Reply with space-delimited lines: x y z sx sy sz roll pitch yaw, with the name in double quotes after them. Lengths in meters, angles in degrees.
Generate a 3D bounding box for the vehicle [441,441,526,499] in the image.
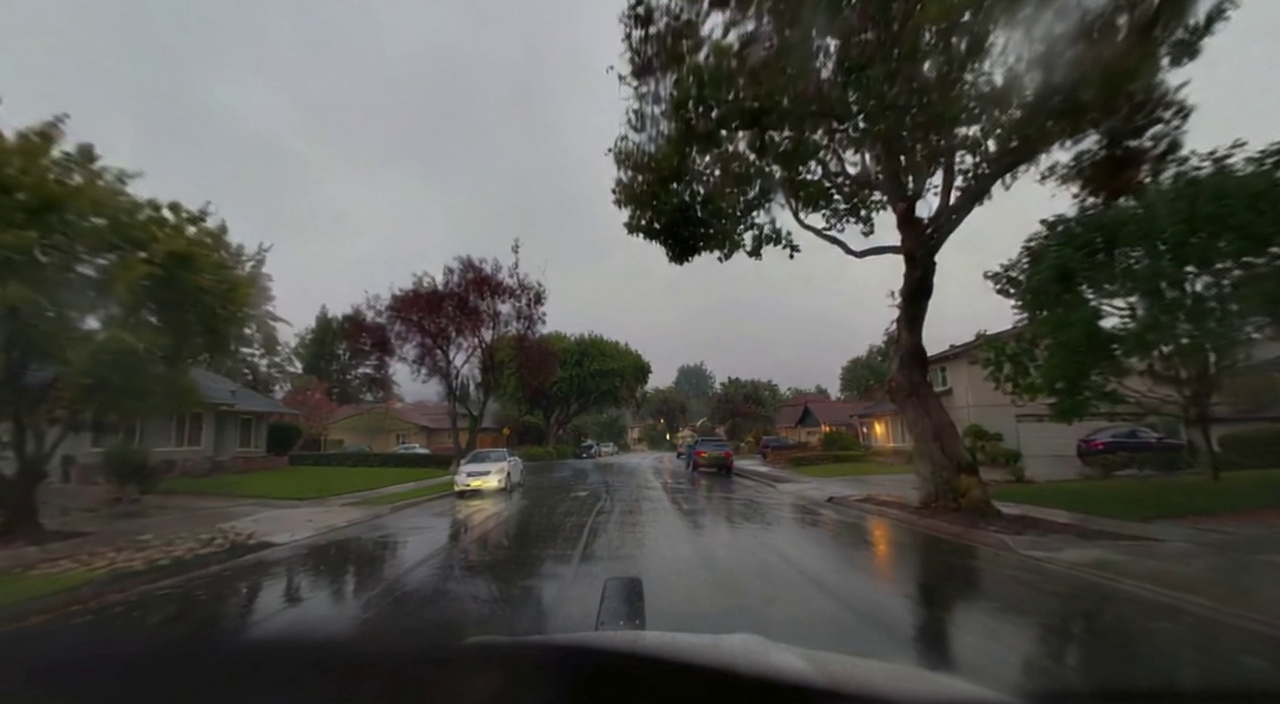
-4.839 3.670 20.206 1.981 1.463 4.631 0 -7 -6 "vehicle"

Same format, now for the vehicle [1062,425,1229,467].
18.825 3.519 23.708 4.484 1.492 2.071 0 -8 0 "vehicle"

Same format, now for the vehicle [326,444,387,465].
-21.233 7.691 47.389 3.610 1.501 1.814 0 -8 3 "vehicle"

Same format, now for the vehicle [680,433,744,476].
3.245 4.771 29.635 2.228 1.813 4.901 0 -8 -2 "vehicle"

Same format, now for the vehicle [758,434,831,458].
11.151 6.822 45.872 4.781 1.700 1.914 1 -8 -4 "vehicle"

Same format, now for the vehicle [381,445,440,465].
-17.114 7.717 47.245 3.734 1.441 1.756 0 -8 3 "vehicle"
